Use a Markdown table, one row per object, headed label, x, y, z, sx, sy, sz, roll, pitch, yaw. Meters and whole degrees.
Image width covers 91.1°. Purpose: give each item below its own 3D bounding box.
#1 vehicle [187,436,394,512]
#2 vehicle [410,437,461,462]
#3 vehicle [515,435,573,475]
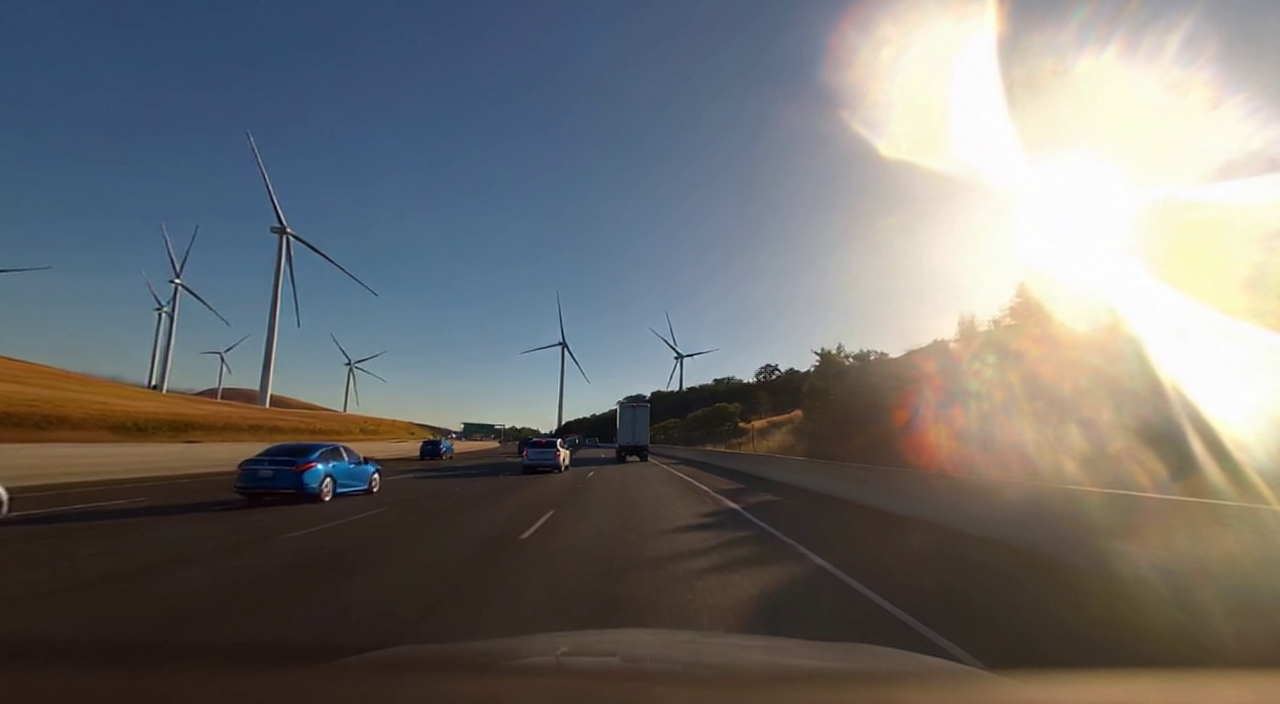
| label | x | y | z | sx | sy | sz | roll | pitch | yaw |
| --- | --- | --- | --- | --- | --- | --- | --- | --- | --- |
| vehicle | -7.911 | 2.777 | 14.897 | 2.271 | 1.488 | 4.597 | 0 | -8 | 0 |
| vehicle | -15.985 | 7.624 | 49.453 | 2.285 | 1.835 | 5.672 | 0 | -8 | -3 |
| vehicle | -4.272 | 4.627 | 28.525 | 2.109 | 1.684 | 3.783 | 0 | -8 | -1 |
